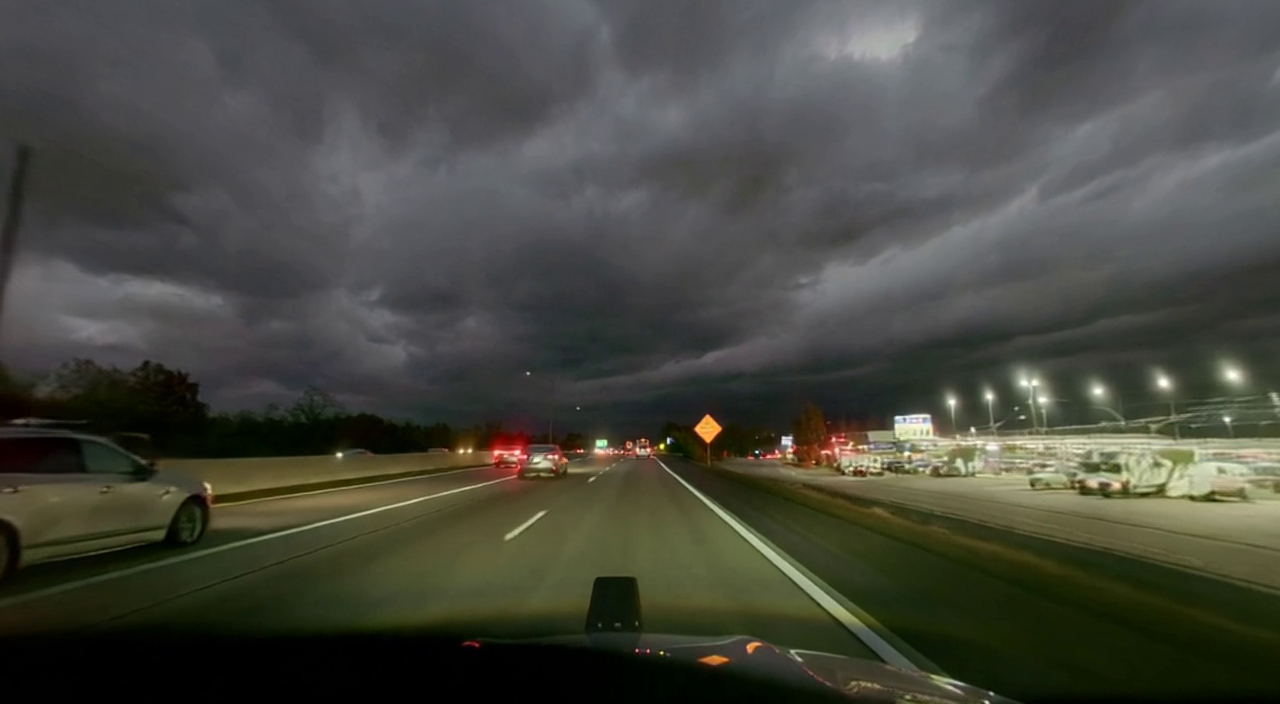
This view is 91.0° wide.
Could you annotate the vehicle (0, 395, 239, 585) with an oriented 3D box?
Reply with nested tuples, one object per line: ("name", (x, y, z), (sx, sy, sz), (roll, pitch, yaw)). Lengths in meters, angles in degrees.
("vehicle", (-7.225, 1.429, 6.806), (2.159, 1.807, 5.422), (0, -8, 1))

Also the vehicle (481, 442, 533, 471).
("vehicle", (-7.527, 5.985, 36.178), (1.991, 1.538, 4.360), (0, -8, 1))

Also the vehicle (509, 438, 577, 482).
("vehicle", (-3.953, 4.476, 26.333), (2.070, 1.665, 4.213), (0, -8, 1))
